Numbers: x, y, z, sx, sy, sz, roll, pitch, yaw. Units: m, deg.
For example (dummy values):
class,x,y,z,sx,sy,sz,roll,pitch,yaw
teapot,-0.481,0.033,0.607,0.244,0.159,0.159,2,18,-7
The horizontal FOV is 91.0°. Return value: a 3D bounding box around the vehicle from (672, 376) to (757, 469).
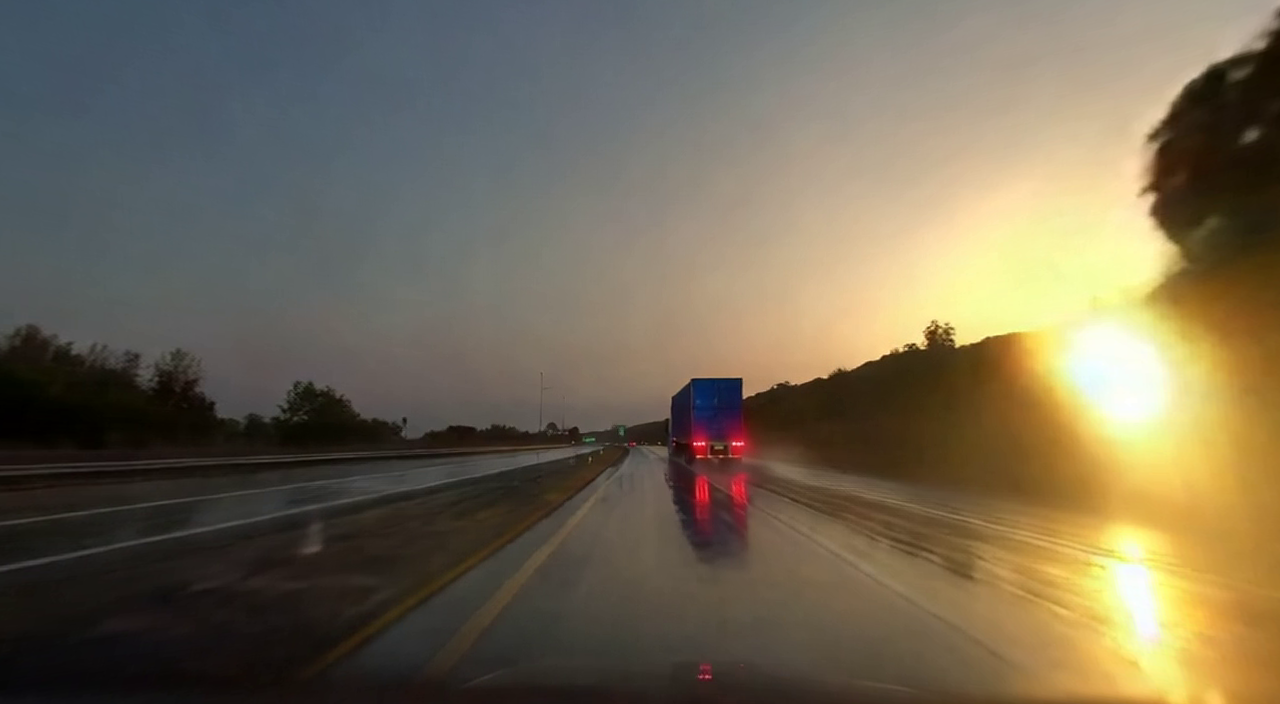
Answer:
class,x,y,z,sx,sy,sz,roll,pitch,yaw
vehicle,4.003,4.417,37.817,3.615,4.578,13.539,0,-8,1
